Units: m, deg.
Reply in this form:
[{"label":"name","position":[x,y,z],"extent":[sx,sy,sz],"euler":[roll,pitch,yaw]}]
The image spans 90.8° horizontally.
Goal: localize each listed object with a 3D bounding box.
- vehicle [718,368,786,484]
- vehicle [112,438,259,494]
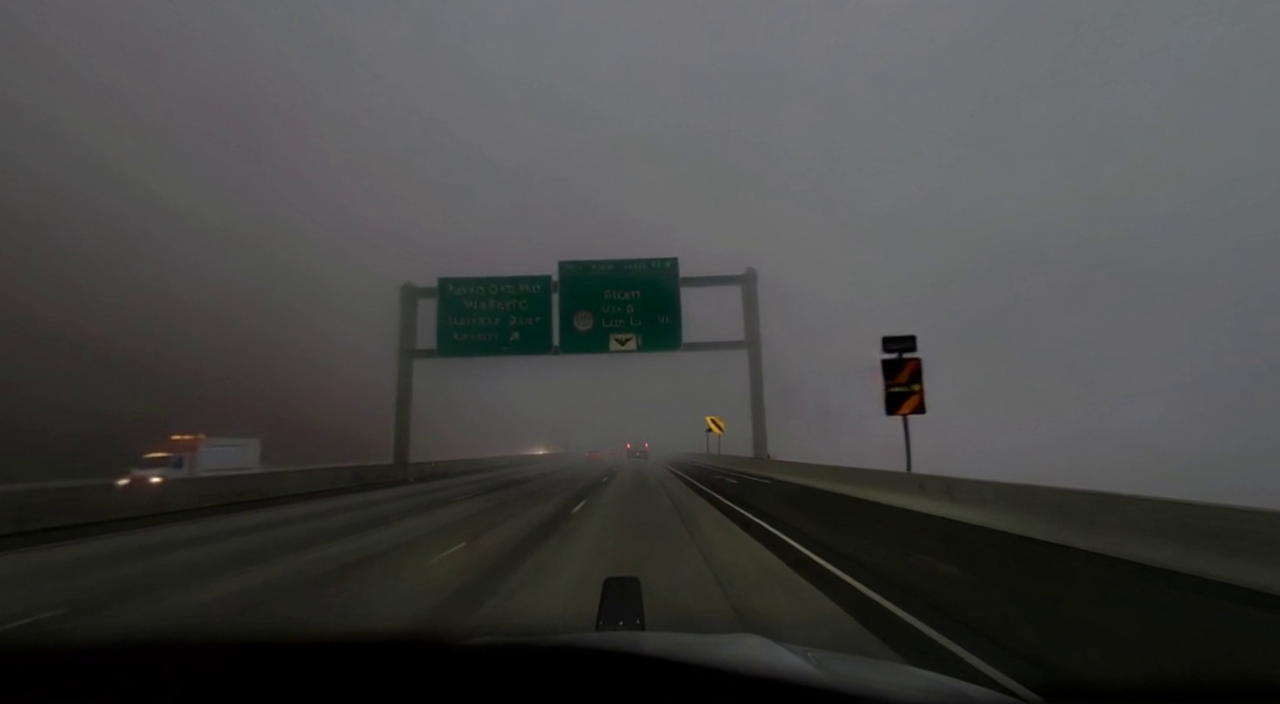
[{"label":"vehicle","position":[4.109,2.859,23.857],"extent":[1.697,3.935,4.195],"euler":[-2,-9,1]},{"label":"vehicle","position":[-22.754,5.700,32.133],"extent":[2.341,2.516,6.817],"euler":[0,-9,0]}]
